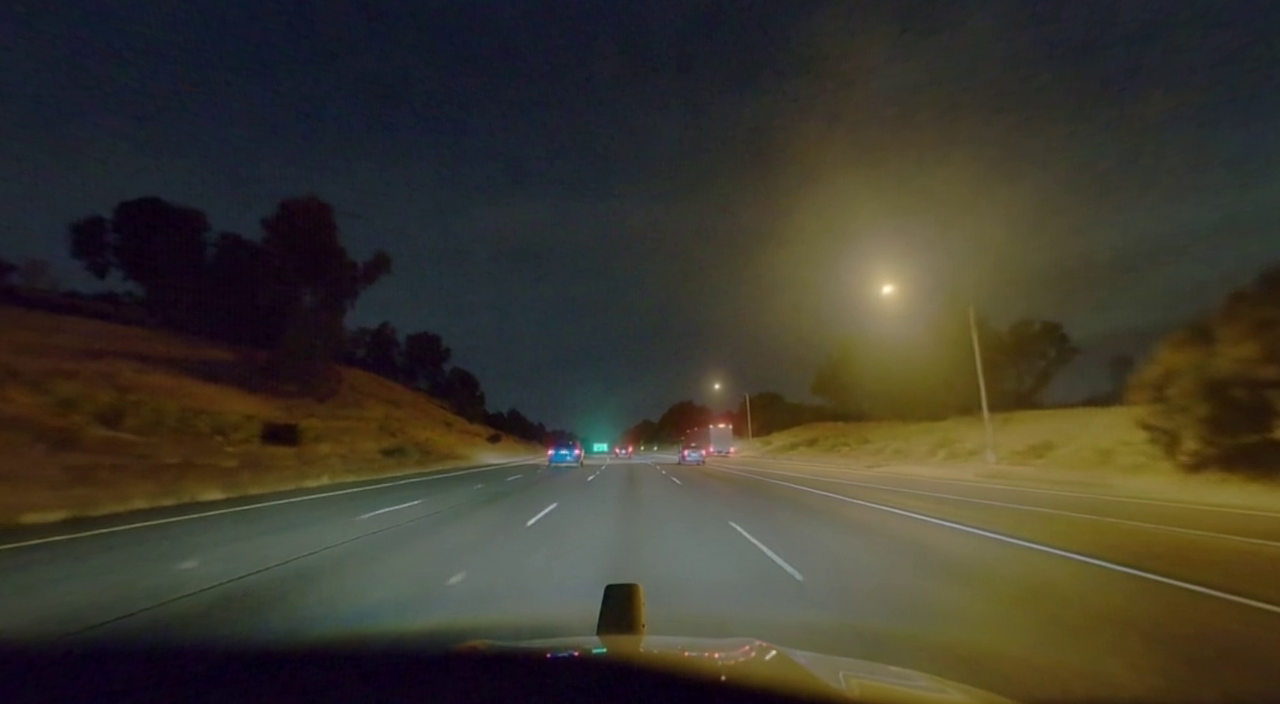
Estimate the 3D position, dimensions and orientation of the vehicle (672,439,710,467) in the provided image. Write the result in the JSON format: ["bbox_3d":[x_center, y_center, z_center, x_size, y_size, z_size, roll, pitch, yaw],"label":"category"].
[{"bbox_3d":[3.341,6.713,42.113,1.995,1.712,4.206,0,-8,-2],"label":"vehicle"}]

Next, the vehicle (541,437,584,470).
[{"bbox_3d":[-4.711,6.226,38.879,2.120,1.855,4.619,0,-8,-1],"label":"vehicle"}]
